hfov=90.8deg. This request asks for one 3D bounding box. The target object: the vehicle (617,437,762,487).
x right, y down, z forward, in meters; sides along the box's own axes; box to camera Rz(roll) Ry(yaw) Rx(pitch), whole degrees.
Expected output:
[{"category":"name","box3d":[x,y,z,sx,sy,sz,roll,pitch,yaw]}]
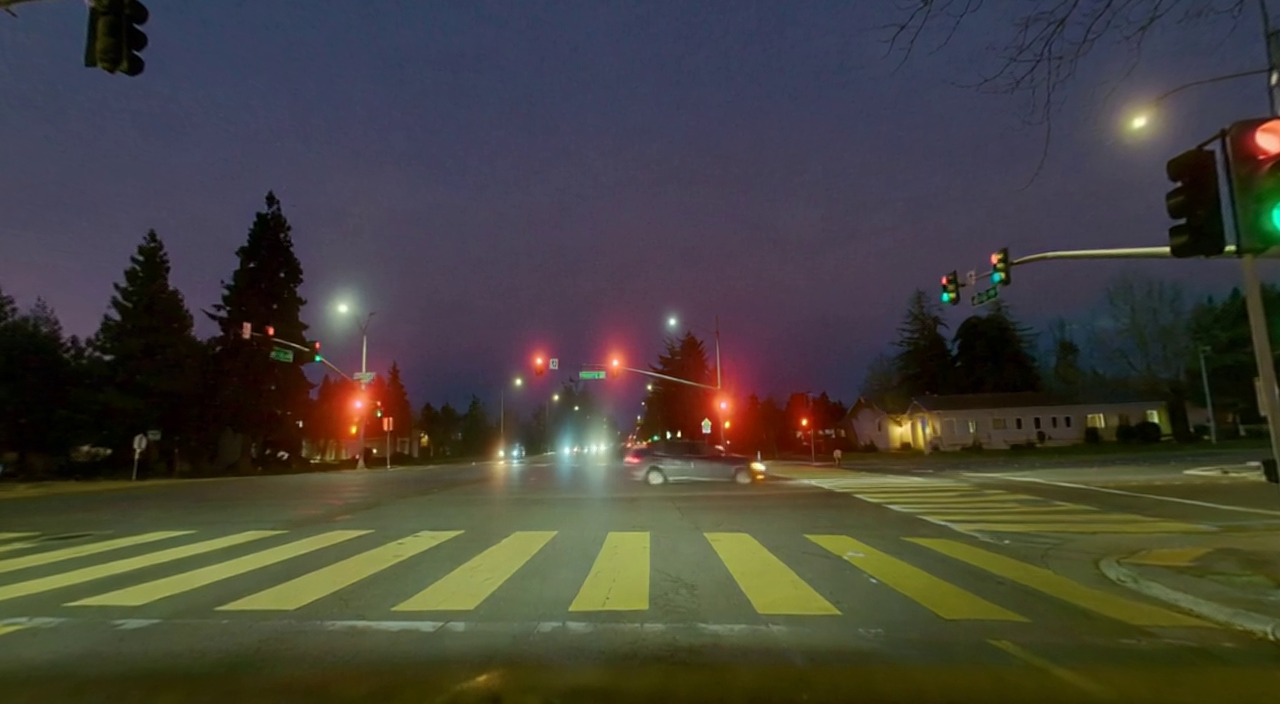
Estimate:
[{"category":"vehicle","box3d":[1.683,3.786,21.836,4.734,1.585,1.940,-1,-8,5]}]
